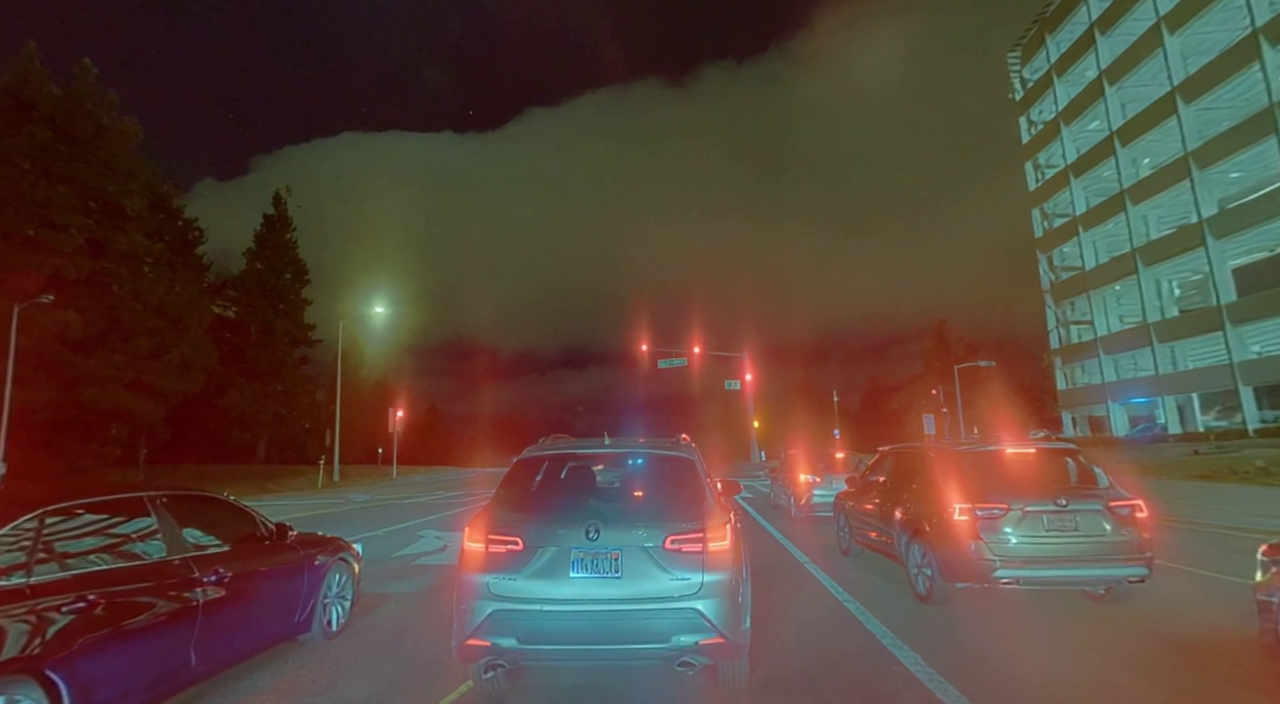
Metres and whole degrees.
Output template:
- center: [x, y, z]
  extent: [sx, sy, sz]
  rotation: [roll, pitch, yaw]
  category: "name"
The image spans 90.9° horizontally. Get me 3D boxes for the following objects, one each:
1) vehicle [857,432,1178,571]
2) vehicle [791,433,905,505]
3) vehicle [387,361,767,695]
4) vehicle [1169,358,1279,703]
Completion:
- center: [4.884, 1.963, 9.166]
  extent: [1.963, 1.480, 4.553]
  rotation: [0, -8, 2]
  category: "vehicle"
- center: [5.327, 3.033, 16.739]
  extent: [1.994, 1.638, 4.100]
  rotation: [-1, -9, 6]
  category: "vehicle"
- center: [-0.210, 1.237, 5.564]
  extent: [2.021, 1.742, 4.295]
  rotation: [-1, -8, 4]
  category: "vehicle"
- center: [4.059, 0.606, 1.113]
  extent: [1.993, 1.719, 4.953]
  rotation: [0, -8, 1]
  category: "vehicle"
